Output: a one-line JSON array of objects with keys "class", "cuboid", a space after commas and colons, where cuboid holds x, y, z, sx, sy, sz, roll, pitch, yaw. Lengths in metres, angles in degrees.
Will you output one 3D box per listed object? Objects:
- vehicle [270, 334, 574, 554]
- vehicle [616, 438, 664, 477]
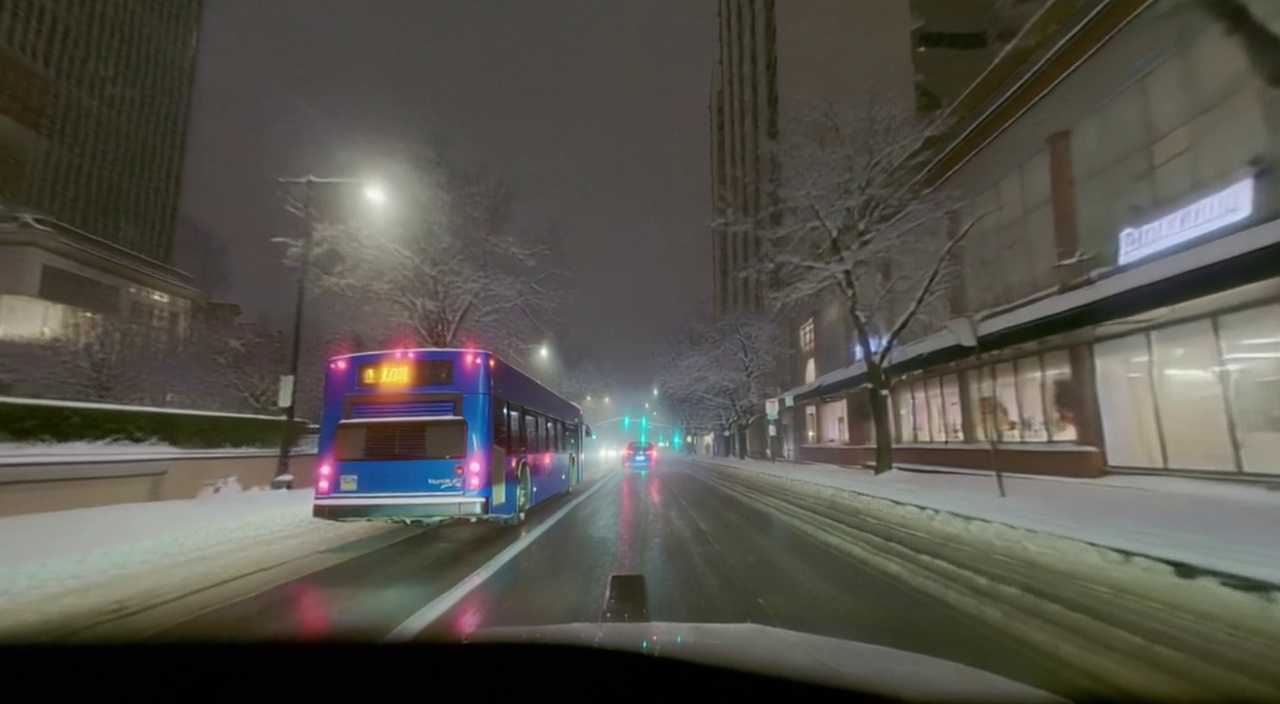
[{"class": "vehicle", "cuboid": [-3.303, 1.782, 12.644, 2.920, 2.884, 8.588, 0, -8, 1]}, {"class": "vehicle", "cuboid": [0.018, 5.030, 30.336, 2.120, 1.727, 3.917, 0, -8, 1]}]
